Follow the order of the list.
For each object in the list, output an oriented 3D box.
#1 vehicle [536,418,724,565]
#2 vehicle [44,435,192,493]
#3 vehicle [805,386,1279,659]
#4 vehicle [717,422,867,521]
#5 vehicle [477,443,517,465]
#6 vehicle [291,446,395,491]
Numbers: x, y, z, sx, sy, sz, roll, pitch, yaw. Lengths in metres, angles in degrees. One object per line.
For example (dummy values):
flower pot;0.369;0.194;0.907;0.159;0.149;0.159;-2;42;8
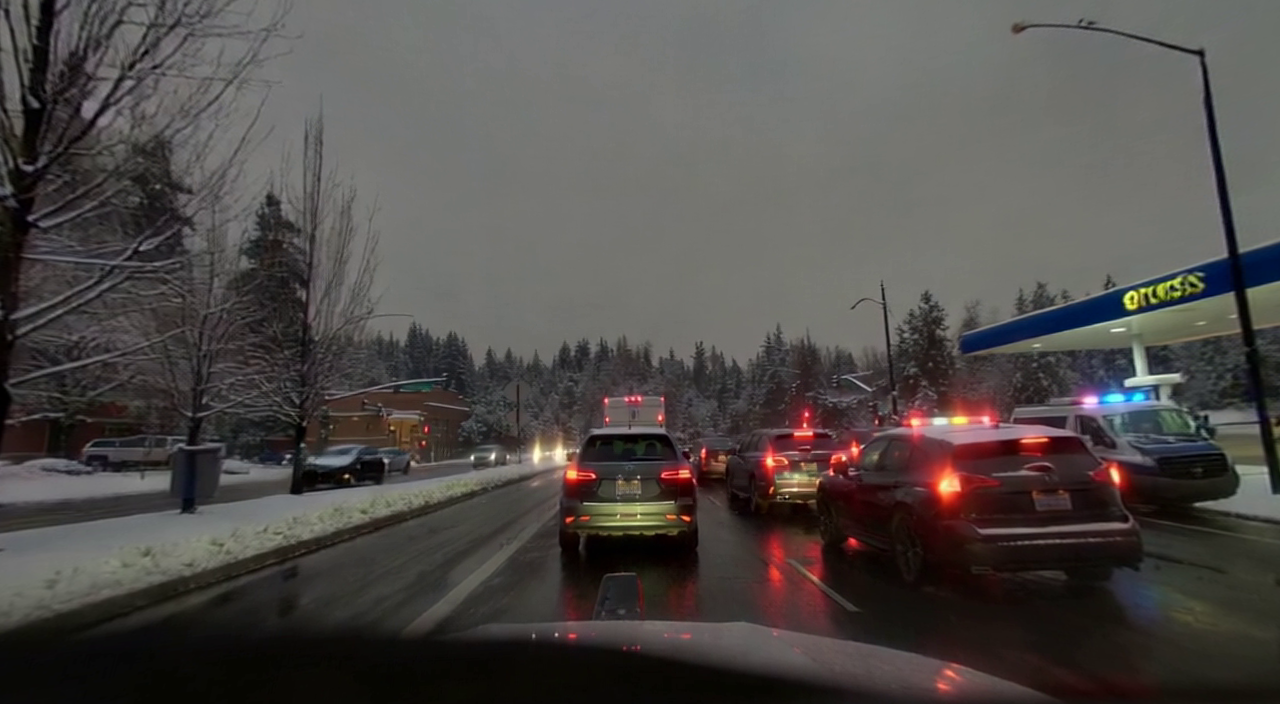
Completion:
vehicle;-0.161;1.849;9.025;2.106;1.613;3.697;0;-9;-1
vehicle;-26.949;5.757;33.051;2.571;2.711;6.027;0;-9;0
vehicle;3.361;1.397;6.273;2.056;1.700;4.399;0;-9;-3
vehicle;2.904;2.389;13.092;1.995;1.677;4.106;0;-9;-1
vehicle;-11.158;7.995;49.638;2.055;1.663;4.637;-1;-9;1
vehicle;-11.380;4.466;24.599;1.955;1.546;4.232;0;-9;0
